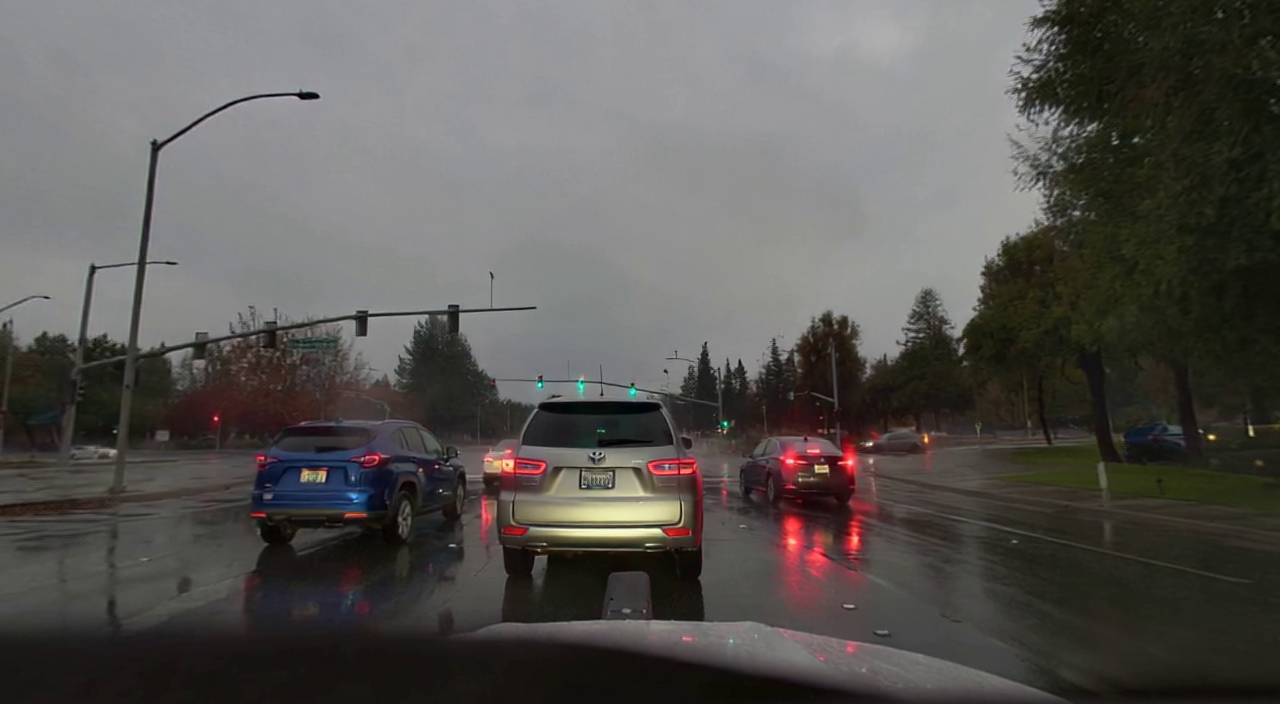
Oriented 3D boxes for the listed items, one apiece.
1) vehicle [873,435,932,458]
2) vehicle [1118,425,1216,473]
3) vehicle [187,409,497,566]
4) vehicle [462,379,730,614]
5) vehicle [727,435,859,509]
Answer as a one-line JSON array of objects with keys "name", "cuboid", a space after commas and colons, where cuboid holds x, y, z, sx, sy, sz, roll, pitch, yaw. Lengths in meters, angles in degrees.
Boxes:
[{"name": "vehicle", "cuboid": [19.995, 7.207, 47.917, 4.361, 1.653, 2.034, 6, -10, -35]}, {"name": "vehicle", "cuboid": [19.277, 3.522, 23.001, 4.215, 1.578, 1.892, 7, -11, -39]}, {"name": "vehicle", "cuboid": [-3.722, 1.789, 9.096, 2.160, 1.666, 4.583, 0, -8, 1]}, {"name": "vehicle", "cuboid": [-0.335, 1.433, 7.103, 2.064, 1.817, 4.298, 0, -8, 0]}, {"name": "vehicle", "cuboid": [3.450, 2.790, 15.145, 2.121, 1.494, 4.208, 0, -8, 0]}]
